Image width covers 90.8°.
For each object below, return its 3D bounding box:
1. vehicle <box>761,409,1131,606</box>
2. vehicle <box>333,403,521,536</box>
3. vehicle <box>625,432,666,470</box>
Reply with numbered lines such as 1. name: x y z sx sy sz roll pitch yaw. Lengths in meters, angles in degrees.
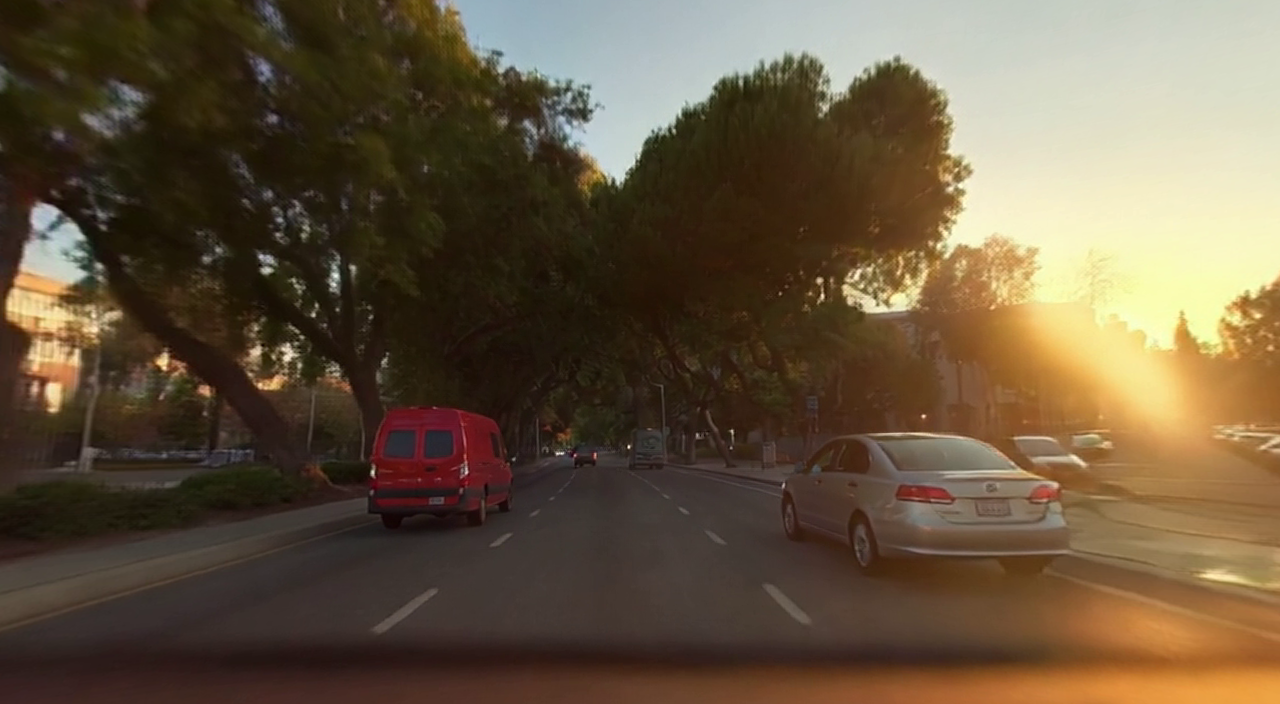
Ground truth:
1. vehicle: 3.078 1.689 7.789 2.087 1.658 4.612 0 -9 -2
2. vehicle: -4.041 2.330 13.054 2.420 2.227 4.499 0 -9 -2
3. vehicle: 0.319 7.080 45.299 2.397 2.566 5.324 1 -9 -6
